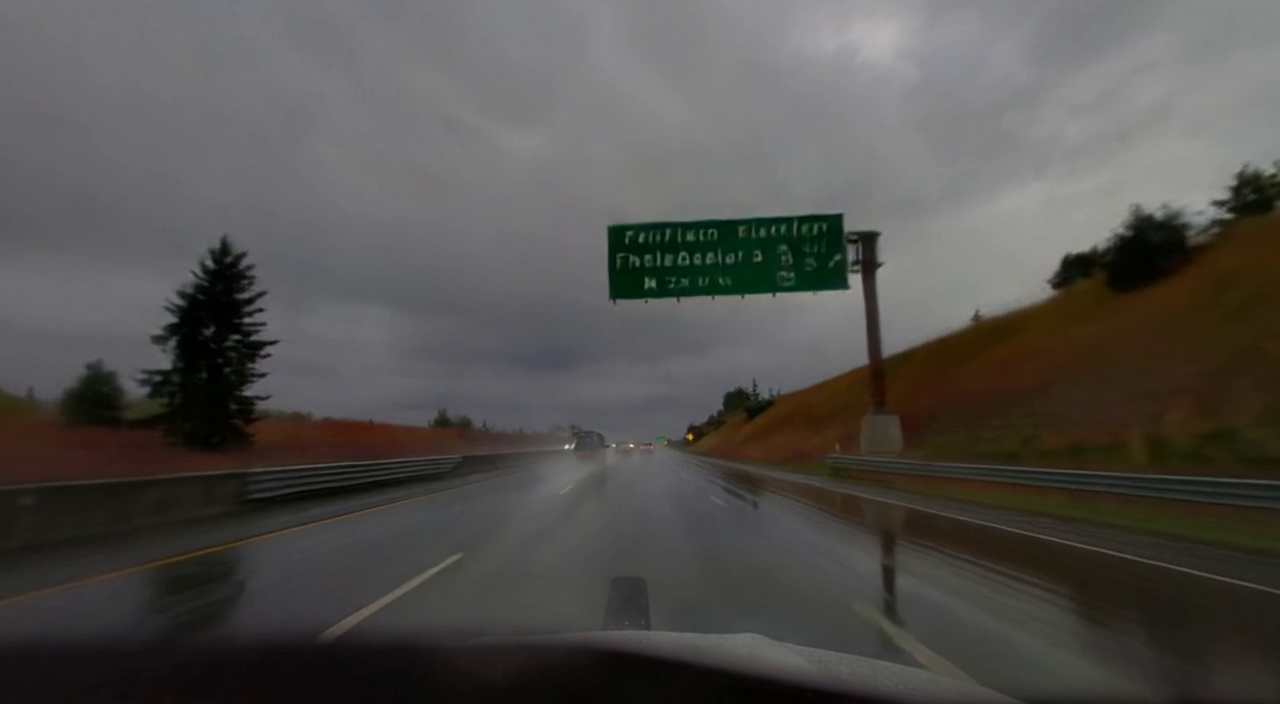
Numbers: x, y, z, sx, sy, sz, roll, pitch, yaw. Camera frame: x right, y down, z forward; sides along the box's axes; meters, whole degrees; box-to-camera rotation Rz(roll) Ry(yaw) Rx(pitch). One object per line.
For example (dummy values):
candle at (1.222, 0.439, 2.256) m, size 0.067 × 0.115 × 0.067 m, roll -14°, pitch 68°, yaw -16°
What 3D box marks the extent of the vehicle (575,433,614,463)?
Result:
vehicle at (-3.206, 6.903, 45.137) m, size 2.286 × 2.011 × 4.452 m, roll 0°, pitch -8°, yaw 2°
